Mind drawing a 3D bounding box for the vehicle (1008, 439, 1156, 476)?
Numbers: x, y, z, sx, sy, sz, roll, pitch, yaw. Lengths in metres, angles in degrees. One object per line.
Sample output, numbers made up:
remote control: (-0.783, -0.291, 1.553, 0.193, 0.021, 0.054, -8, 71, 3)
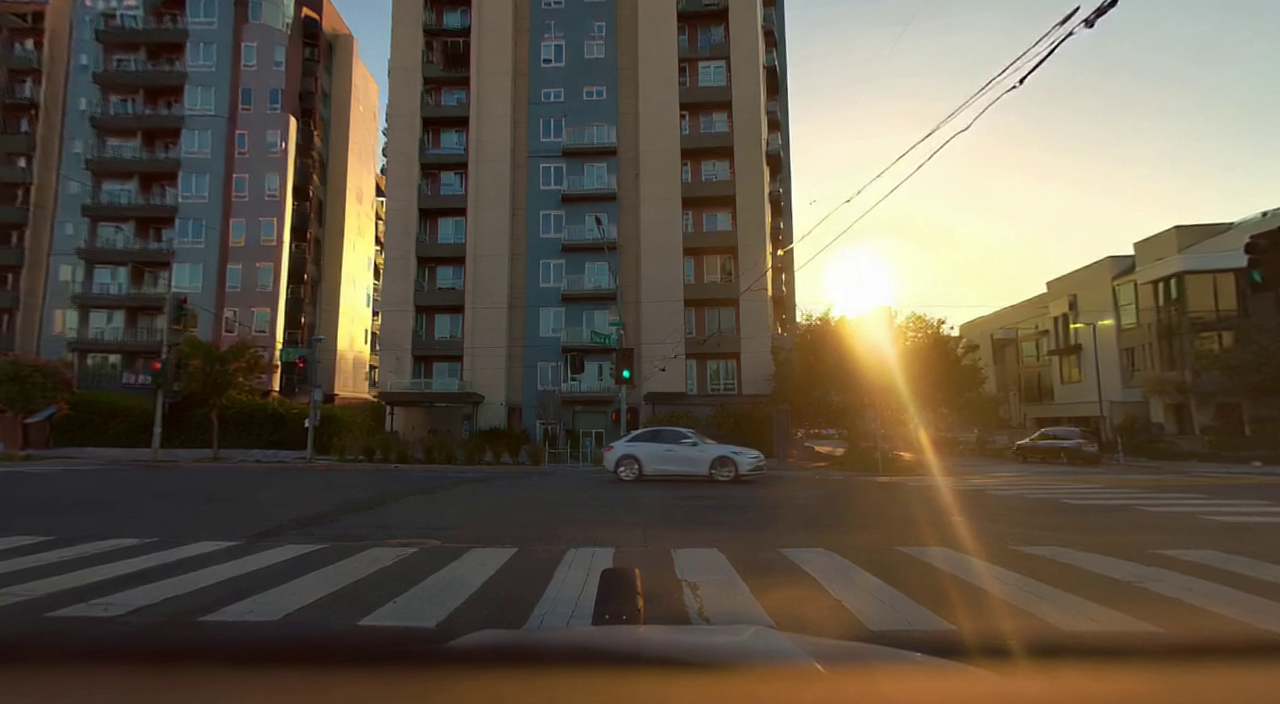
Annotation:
vehicle: (18.592, 4.455, 26.700, 4.823, 1.458, 1.914, 0, -9, -1)

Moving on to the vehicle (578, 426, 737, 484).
vehicle: (0.554, 3.396, 20.930, 4.980, 1.792, 2.042, 0, -9, 1)
